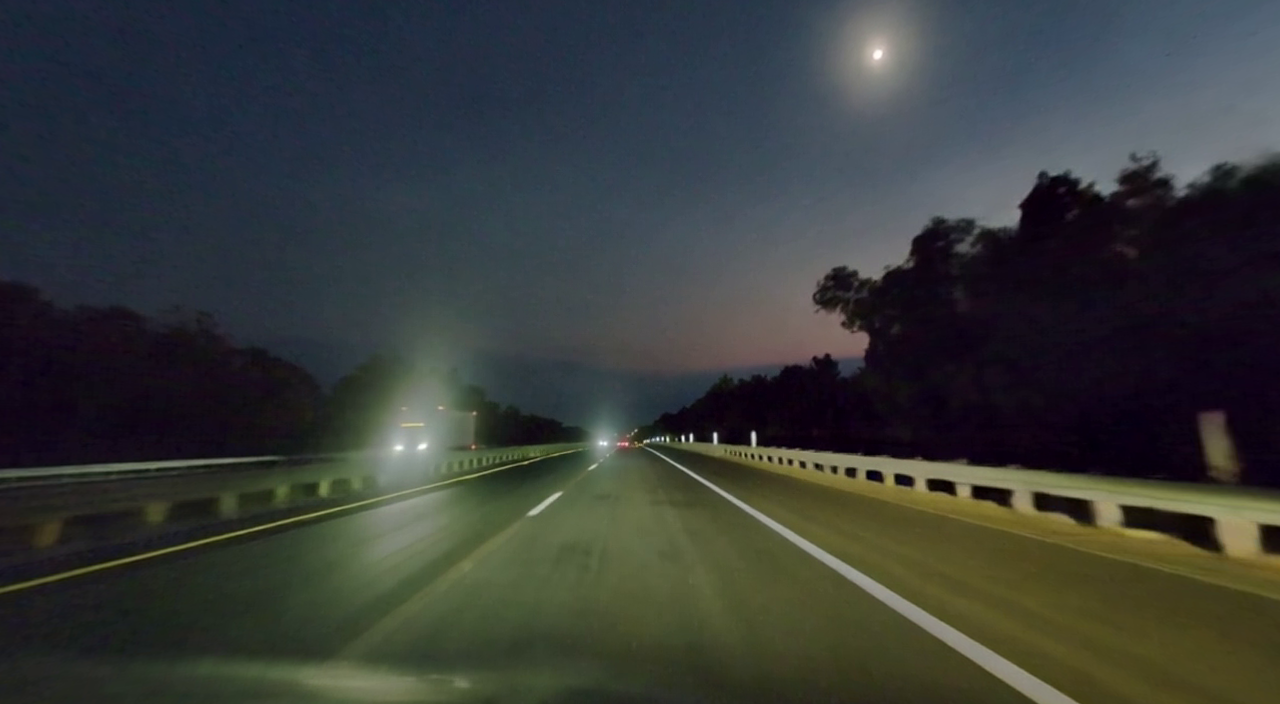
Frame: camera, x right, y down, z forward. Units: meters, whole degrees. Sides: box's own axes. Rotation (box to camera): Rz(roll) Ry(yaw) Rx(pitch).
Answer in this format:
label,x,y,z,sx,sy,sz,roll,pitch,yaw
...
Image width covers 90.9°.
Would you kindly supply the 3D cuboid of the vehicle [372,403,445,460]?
label,x,y,z,sx,sy,sz,roll,pitch,yaw
vehicle,-17.008,5.910,46.871,3.172,3.915,5.914,0,-8,-1
